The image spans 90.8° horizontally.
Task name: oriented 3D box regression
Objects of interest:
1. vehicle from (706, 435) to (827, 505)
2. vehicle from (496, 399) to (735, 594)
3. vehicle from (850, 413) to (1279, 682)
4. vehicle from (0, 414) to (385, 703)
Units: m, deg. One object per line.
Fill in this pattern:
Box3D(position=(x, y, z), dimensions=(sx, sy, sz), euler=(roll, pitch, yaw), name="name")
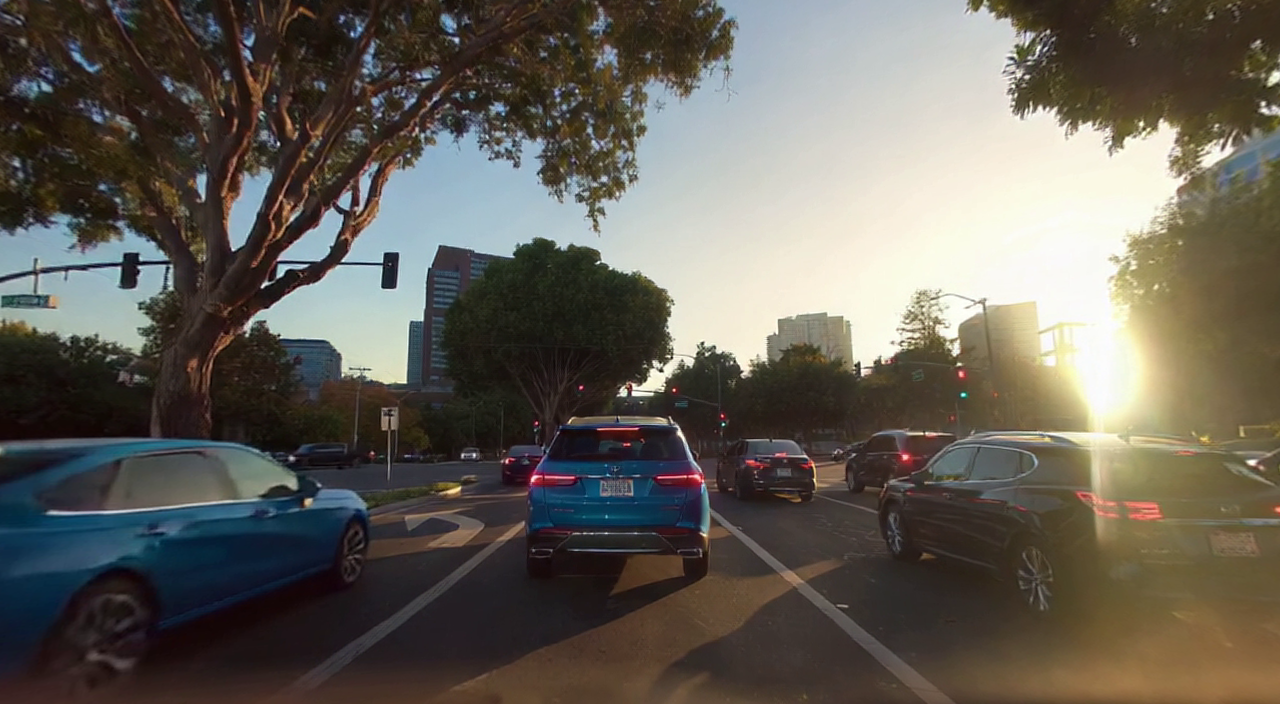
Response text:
Box3D(position=(2.971, 2.861, 15.775), dimensions=(1.950, 1.506, 4.086), euler=(0, -8, -3), name="vehicle")
Box3D(position=(-0.275, 1.567, 7.632), dimensions=(2.101, 1.707, 3.904), euler=(0, -8, -2), name="vehicle")
Box3D(position=(3.613, 1.398, 5.694), dimensions=(1.861, 1.478, 4.185), euler=(0, -8, -2), name="vehicle")
Box3D(position=(-3.675, 1.243, 4.276), dimensions=(2.063, 1.454, 4.553), euler=(0, -8, -1), name="vehicle")
